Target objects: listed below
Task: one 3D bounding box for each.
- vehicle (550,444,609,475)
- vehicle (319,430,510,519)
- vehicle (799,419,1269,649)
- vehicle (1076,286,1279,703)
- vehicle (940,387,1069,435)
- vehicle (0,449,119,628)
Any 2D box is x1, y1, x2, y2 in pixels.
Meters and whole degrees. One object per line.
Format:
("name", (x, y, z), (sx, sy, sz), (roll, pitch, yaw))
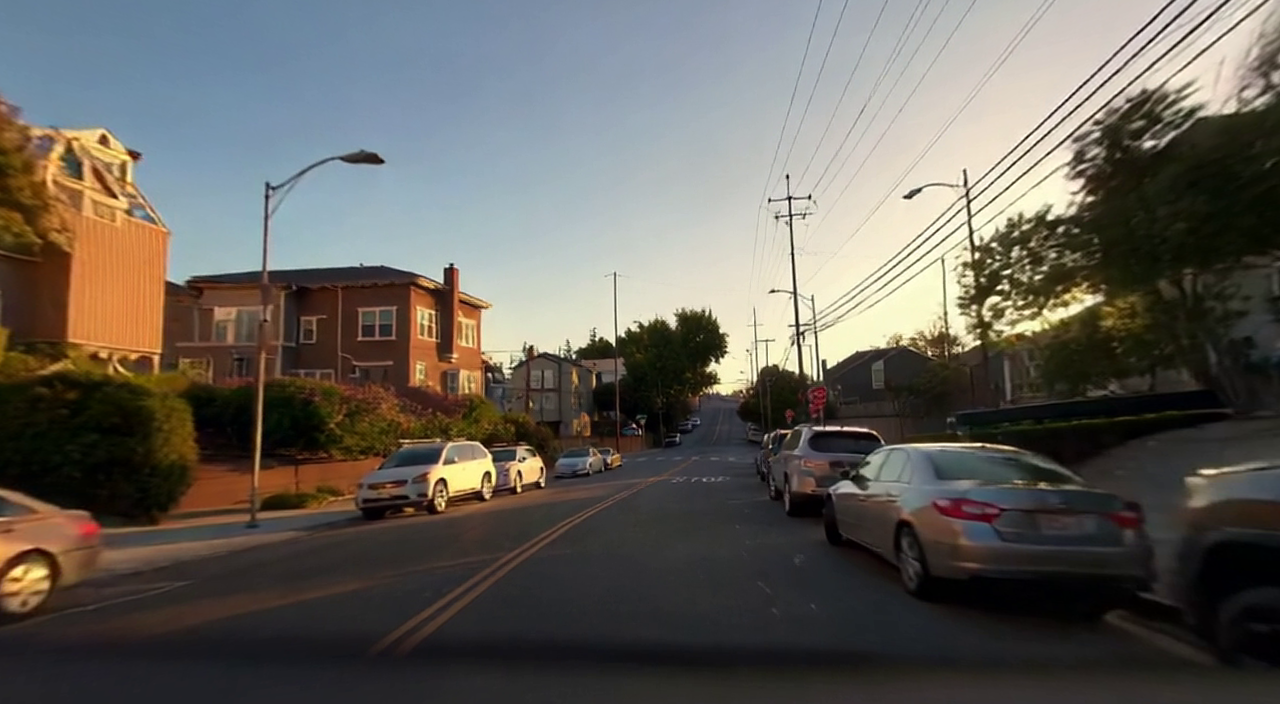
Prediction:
("vehicle", (-3.002, 5.464, 32.419), (2.098, 1.454, 4.449), (-1, -8, 7))
("vehicle", (-5.703, 3.161, 17.158), (2.359, 1.947, 5.833), (-1, -8, 8))
("vehicle", (3.187, 1.524, 6.581), (1.873, 1.489, 4.761), (0, -8, 1))
("vehicle", (3.061, 0.480, 0.419), (2.161, 1.813, 4.910), (-1, -8, 2))
("vehicle", (12.559, 2.162, 22.203), (1.909, 1.455, 4.721), (-1, -8, 3))
("vehicle", (-7.443, 1.684, 5.123), (2.086, 1.706, 4.649), (-1, -8, 8))
